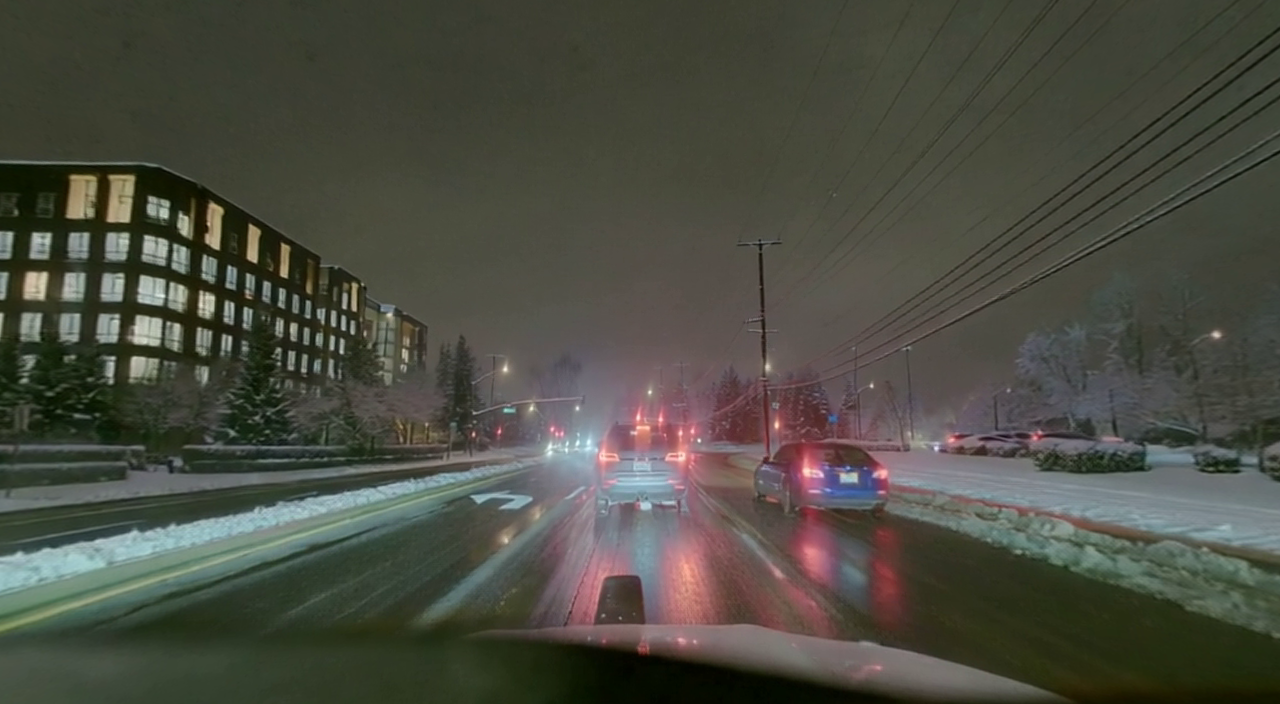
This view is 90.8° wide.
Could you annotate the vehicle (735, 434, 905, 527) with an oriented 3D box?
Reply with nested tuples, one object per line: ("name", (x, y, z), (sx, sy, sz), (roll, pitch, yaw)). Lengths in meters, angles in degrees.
("vehicle", (3.231, 2.400, 12.461), (1.990, 1.482, 4.575), (0, -8, 0))

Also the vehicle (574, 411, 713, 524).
("vehicle", (0.069, 2.159, 12.279), (2.189, 1.776, 4.342), (0, -8, 0))
